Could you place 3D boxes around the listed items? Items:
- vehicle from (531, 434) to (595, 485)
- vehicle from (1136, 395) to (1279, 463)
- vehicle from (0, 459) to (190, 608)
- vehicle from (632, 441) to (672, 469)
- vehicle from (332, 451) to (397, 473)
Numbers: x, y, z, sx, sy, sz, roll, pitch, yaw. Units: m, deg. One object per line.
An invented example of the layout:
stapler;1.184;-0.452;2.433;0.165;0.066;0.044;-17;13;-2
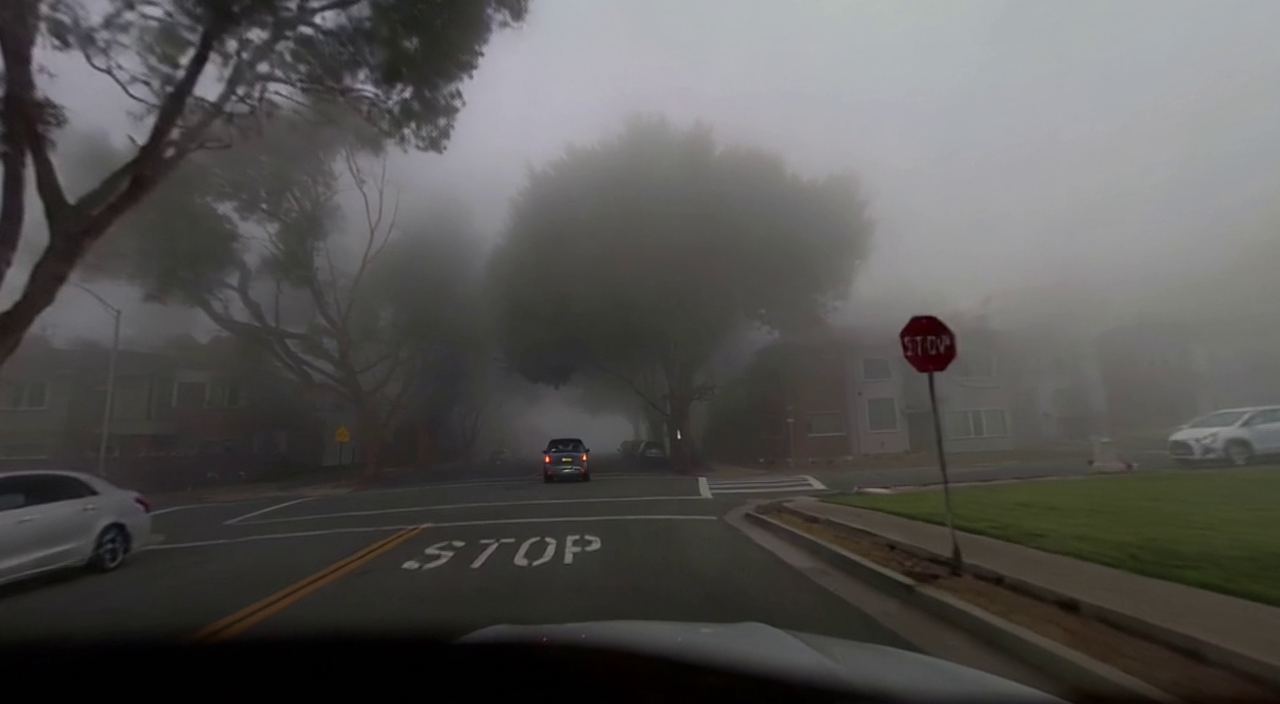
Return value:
vehicle;-2.811;4.038;23.886;2.172;1.722;4.201;0;-9;-4
vehicle;17.760;2.277;18.441;4.817;1.881;2.002;0;-9;-3
vehicle;-7.538;1.981;6.988;1.819;1.461;4.723;0;-9;-3
vehicle;0.682;6.282;38.525;1.987;1.608;3.883;1;-9;-6
vehicle;-19.886;7.919;45.585;3.806;1.501;1.892;0;-8;-3
